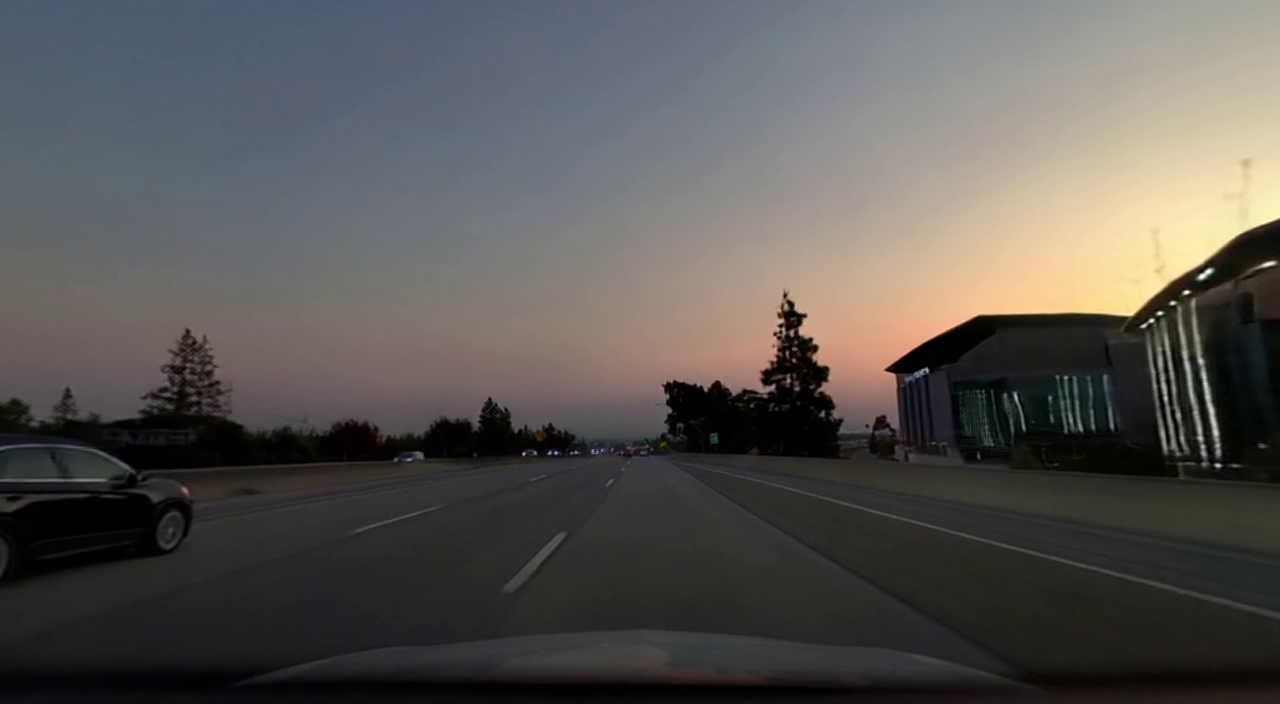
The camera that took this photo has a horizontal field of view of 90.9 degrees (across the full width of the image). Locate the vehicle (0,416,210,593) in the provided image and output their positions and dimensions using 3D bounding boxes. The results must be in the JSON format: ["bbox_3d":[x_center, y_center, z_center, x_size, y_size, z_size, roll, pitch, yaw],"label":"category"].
[{"bbox_3d":[-7.299,1.564,6.675,2.148,1.709,4.678,0,-8,1],"label":"vehicle"}]
